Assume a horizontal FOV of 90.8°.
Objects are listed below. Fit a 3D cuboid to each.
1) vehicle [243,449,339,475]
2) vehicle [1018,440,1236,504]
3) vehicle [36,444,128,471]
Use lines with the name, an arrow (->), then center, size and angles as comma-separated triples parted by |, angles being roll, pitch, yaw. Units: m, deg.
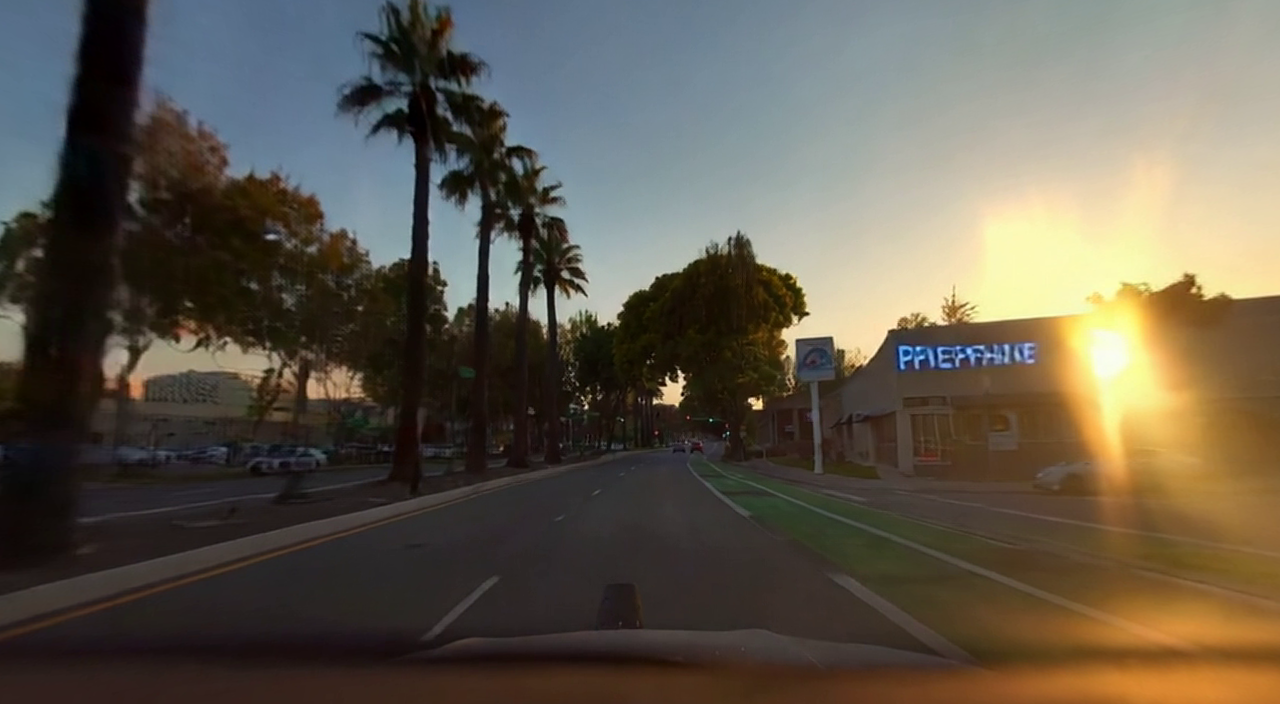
vehicle -> -22.205, 6.981, 40.440 | 5.136, 1.515, 1.964 | 4, -9, -24
vehicle -> 14.099, 3.480, 18.698 | 4.601, 1.696, 1.977 | -3, -9, 20
vehicle -> -36.505, 6.896, 41.412 | 4.171, 1.682, 1.981 | -1, -8, 3
